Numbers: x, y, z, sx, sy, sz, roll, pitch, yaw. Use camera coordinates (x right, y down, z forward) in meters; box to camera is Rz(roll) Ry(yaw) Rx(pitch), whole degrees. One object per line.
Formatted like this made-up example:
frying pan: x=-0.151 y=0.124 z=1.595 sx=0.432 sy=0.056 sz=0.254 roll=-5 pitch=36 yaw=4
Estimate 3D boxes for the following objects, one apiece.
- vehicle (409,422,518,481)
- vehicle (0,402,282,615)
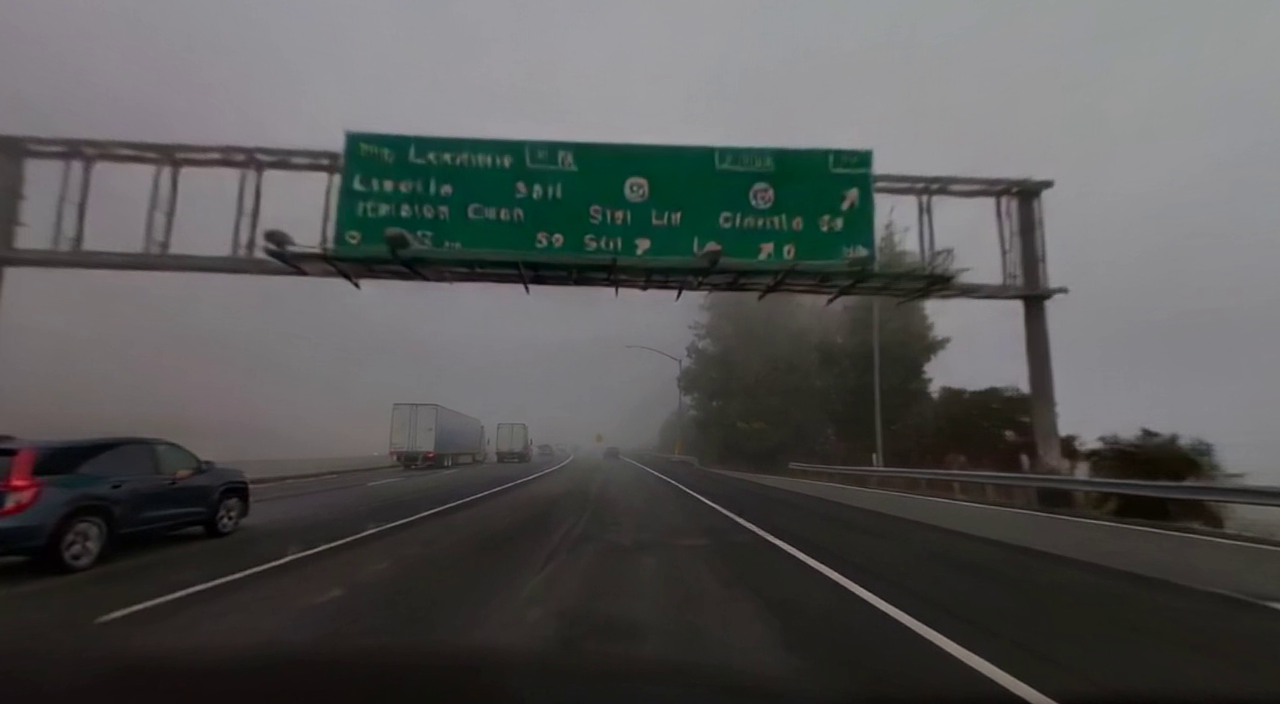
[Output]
vehicle: x=-9.476 y=5.611 z=36.210 sx=3.270 sy=2.674 sz=14.547 roll=0 pitch=-8 yaw=-5
vehicle: x=-6.574 y=1.611 z=7.269 sx=2.093 sy=1.785 sz=5.303 roll=0 pitch=-8 yaw=-4
